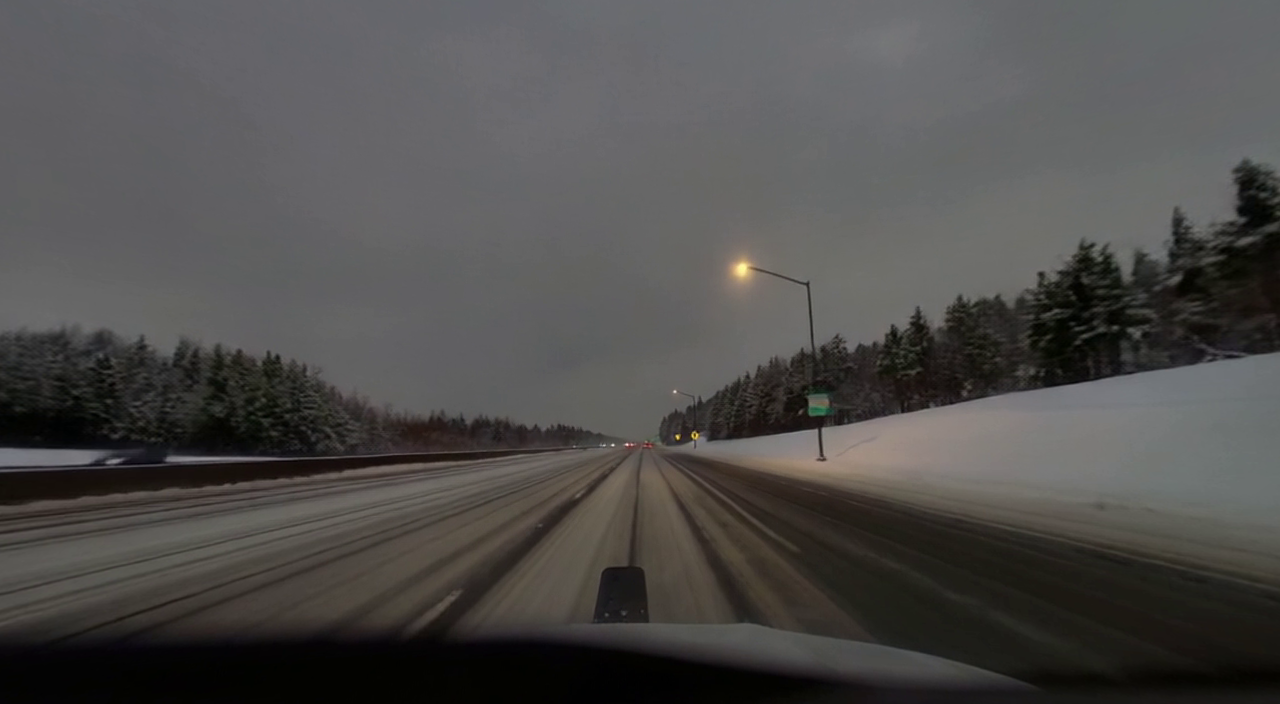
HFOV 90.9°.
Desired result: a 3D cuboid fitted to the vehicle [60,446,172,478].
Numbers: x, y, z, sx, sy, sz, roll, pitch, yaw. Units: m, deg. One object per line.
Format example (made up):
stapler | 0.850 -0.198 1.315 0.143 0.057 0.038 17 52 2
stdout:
vehicle | -29.550 6.166 35.807 1.901 1.647 4.986 -1 -8 3
